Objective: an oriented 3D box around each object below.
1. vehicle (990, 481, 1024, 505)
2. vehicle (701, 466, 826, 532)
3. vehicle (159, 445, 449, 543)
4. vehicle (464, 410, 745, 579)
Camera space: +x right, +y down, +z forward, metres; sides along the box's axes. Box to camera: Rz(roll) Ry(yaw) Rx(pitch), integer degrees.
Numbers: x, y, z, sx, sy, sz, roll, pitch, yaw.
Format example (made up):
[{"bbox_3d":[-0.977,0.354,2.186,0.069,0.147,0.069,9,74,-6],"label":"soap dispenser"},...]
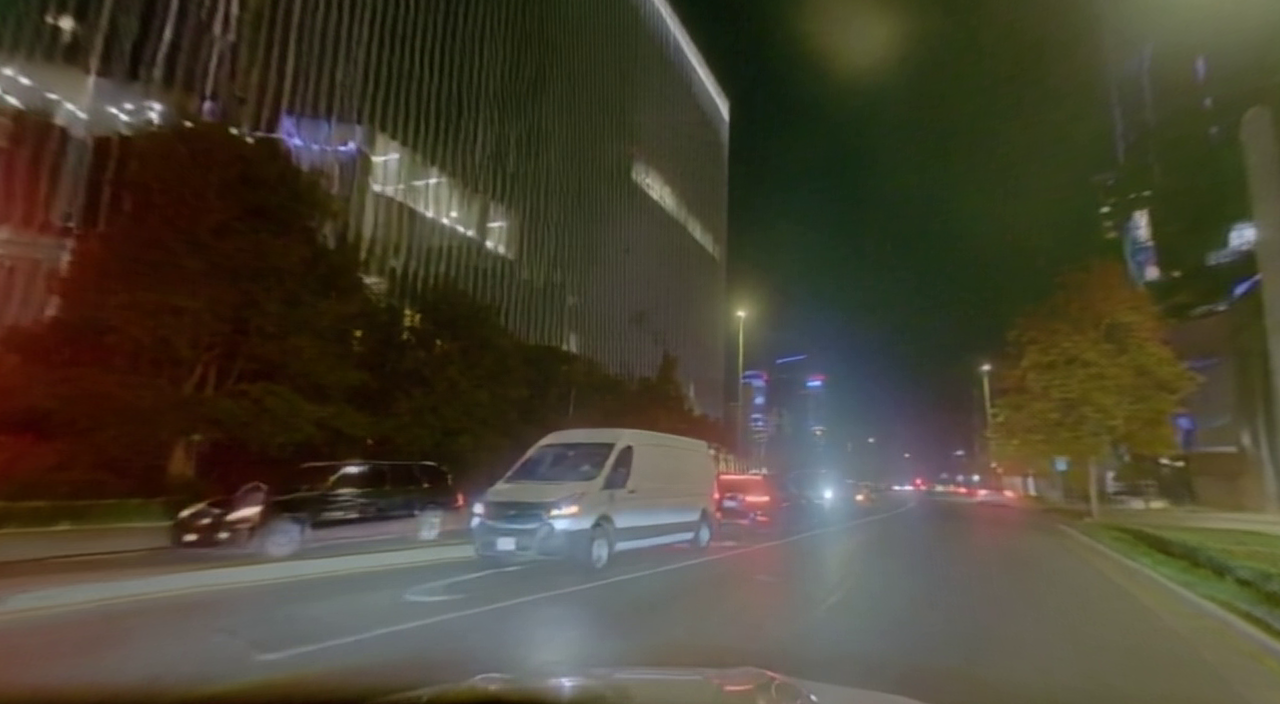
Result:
[{"bbox_3d":[26.015,9.979,44.763,1.899,1.470,3.666,-5,-12,28],"label":"vehicle"},{"bbox_3d":[3.479,3.872,17.040,1.853,1.495,4.632,-7,-13,29],"label":"vehicle"},{"bbox_3d":[-6.070,2.617,12.068,1.868,1.472,4.470,-5,-12,30],"label":"vehicle"},{"bbox_3d":[-0.197,2.250,10.427,2.104,2.013,5.252,-7,-13,28],"label":"vehicle"}]
